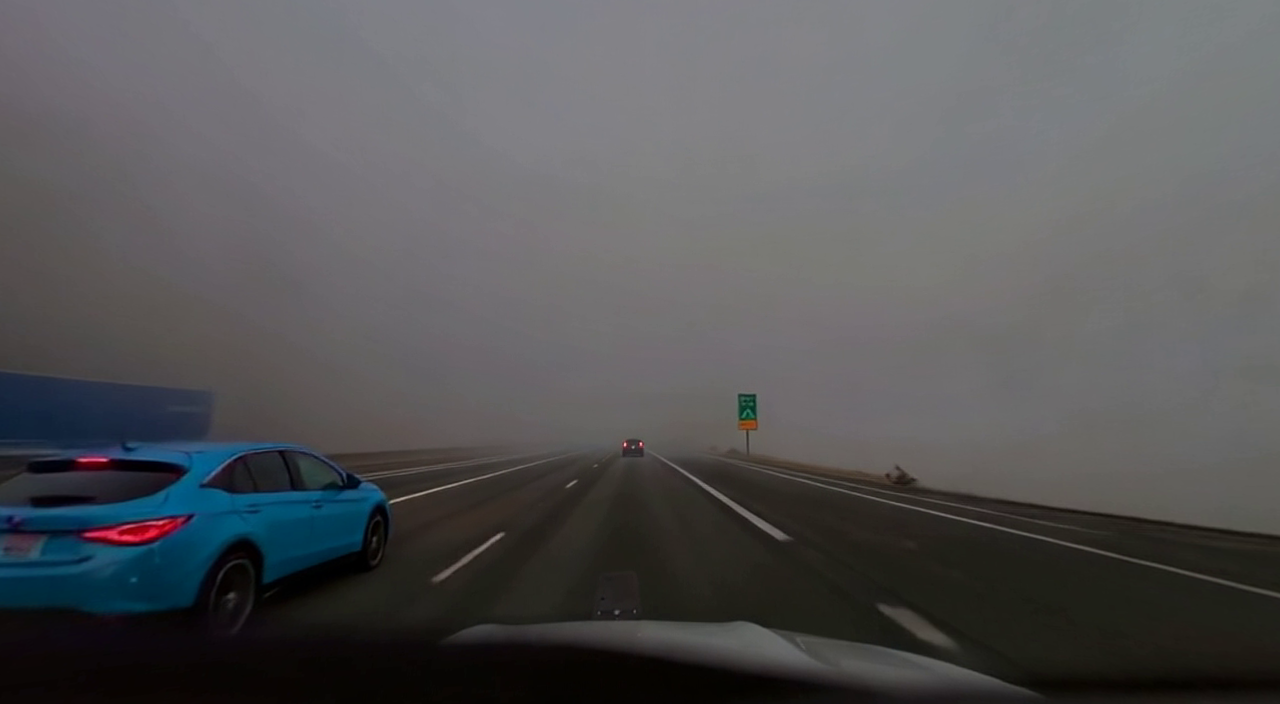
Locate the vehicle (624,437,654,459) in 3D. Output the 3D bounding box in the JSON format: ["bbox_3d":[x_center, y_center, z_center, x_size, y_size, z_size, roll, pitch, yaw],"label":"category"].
[{"bbox_3d":[-0.104,6.763,44.498,2.028,1.440,3.690,0,-8,-2],"label":"vehicle"}]

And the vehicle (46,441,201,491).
[{"bbox_3d":[-16.377,3.589,20.240,1.759,1.446,3.742,0,-8,0],"label":"vehicle"}]

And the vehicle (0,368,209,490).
[{"bbox_3d":[-22.754,3.027,24.168,2.903,3.996,13.840,0,-8,-1],"label":"vehicle"}]
